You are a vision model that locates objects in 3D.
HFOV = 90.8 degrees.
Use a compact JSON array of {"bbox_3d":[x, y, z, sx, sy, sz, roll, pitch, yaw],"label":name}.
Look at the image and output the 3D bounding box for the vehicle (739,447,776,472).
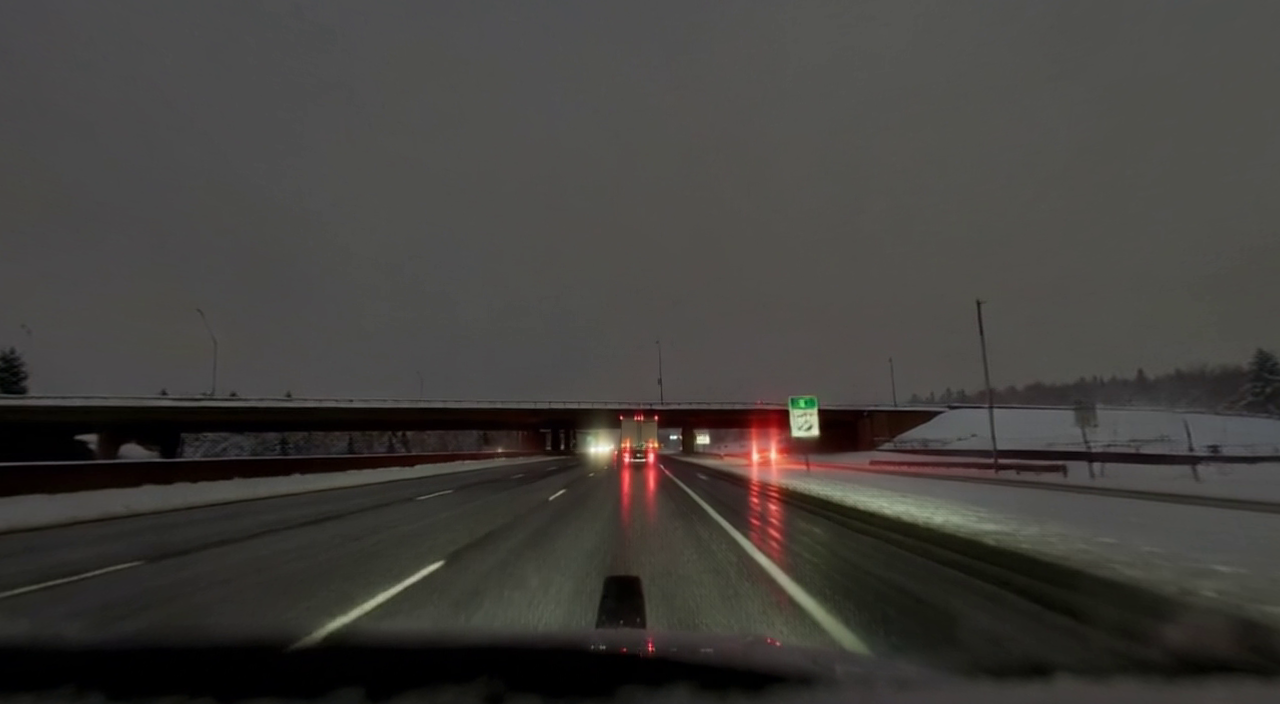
[{"bbox_3d":[7.374,6.729,39.749,1.660,1.497,3.594,0,-9,1],"label":"vehicle"}]
